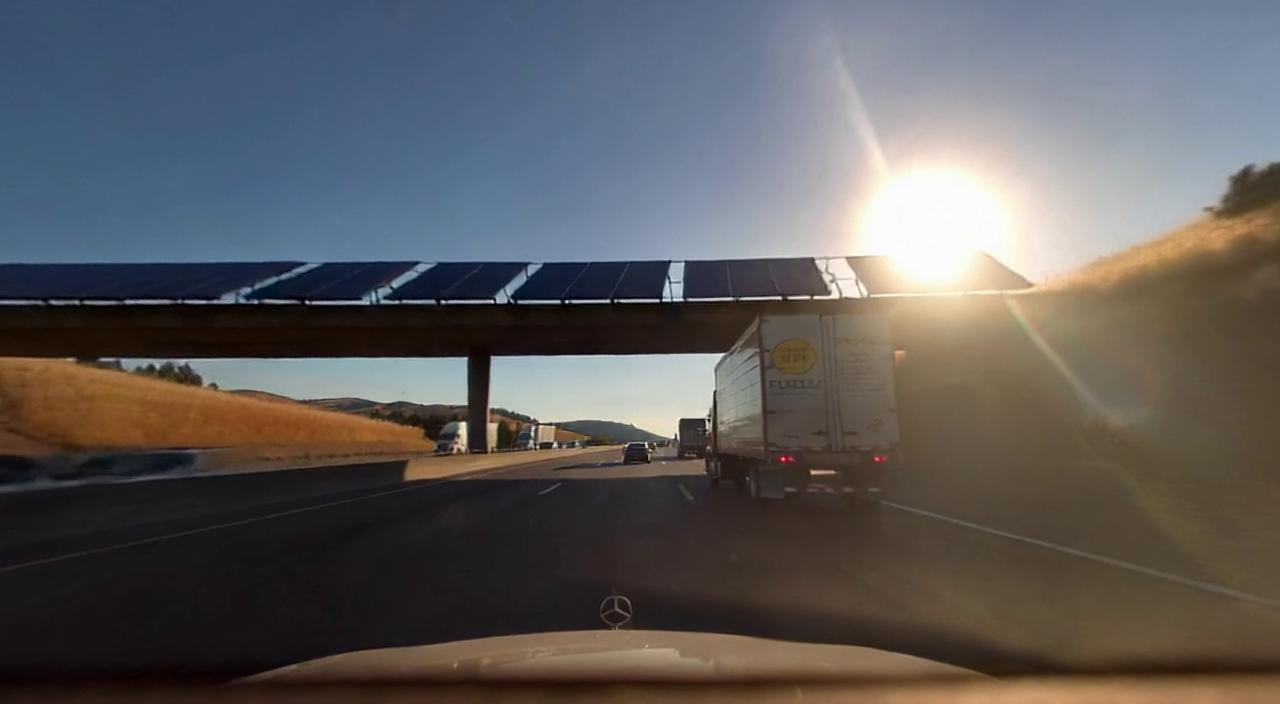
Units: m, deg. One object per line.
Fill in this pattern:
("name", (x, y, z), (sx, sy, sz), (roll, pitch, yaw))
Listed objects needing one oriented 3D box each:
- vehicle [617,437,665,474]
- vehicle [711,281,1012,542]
("vehicle", (0.090, 4.800, 29.507), (2.066, 1.581, 4.268), (0, -8, 1))
("vehicle", (3.592, 1.486, 13.770), (2.967, 3.633, 10.015), (0, -8, 0))
